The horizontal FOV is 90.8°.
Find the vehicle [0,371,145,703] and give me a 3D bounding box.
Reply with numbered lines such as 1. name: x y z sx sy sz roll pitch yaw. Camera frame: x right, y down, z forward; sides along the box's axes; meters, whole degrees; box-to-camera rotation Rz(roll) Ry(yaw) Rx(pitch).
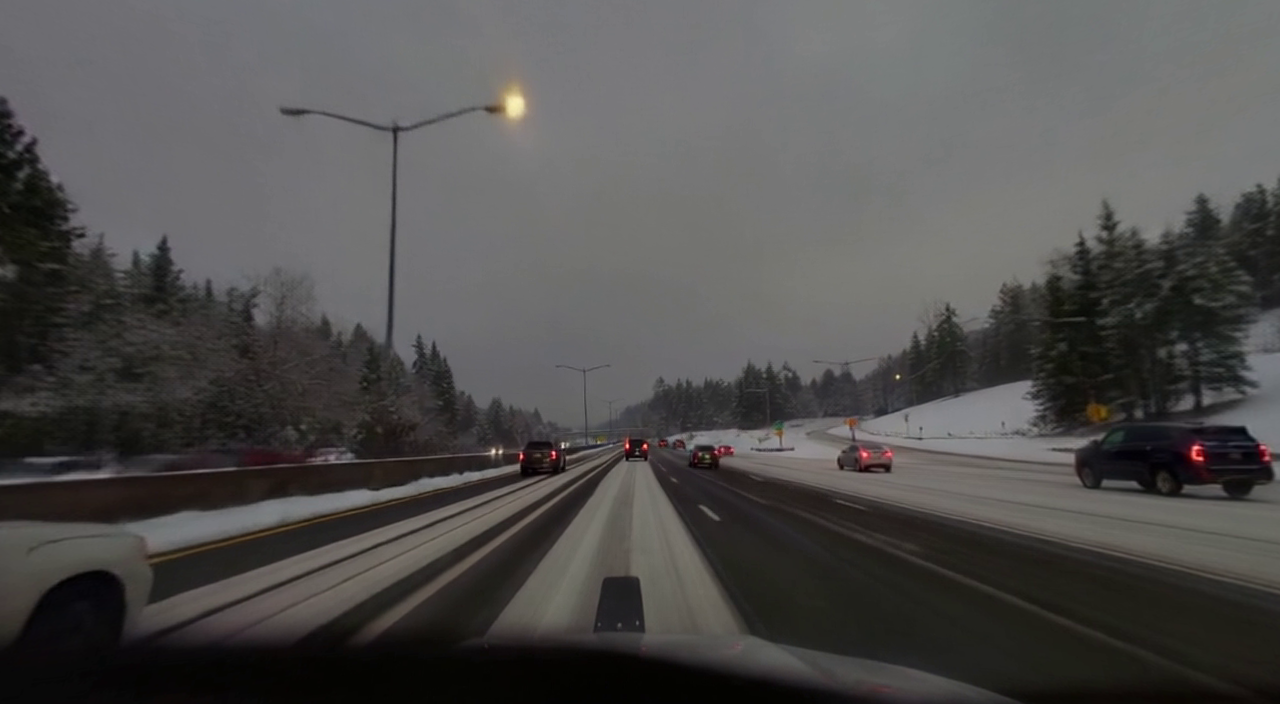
1. vehicle: -3.636 0.691 1.037 2.119 1.654 4.353 0 -9 -1

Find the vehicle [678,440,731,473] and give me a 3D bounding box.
1. vehicle: 3.051 5.094 30.945 2.007 1.469 4.337 0 -8 -2

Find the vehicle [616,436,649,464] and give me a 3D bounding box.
1. vehicle: -0.502 6.902 44.423 2.192 1.813 4.864 0 -8 -1

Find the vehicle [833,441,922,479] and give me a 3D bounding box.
1. vehicle: 9.389 4.285 25.319 1.910 1.384 3.867 1 -8 -3

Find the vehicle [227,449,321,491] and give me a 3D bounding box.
1. vehicle: -13.148 4.240 22.918 1.455 1.372 3.287 0 -9 -1

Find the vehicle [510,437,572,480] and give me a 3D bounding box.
1. vehicle: -4.065 4.459 26.670 1.992 1.651 4.185 0 -8 0

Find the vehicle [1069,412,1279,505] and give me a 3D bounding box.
1. vehicle: 12.903 2.443 14.871 2.076 1.799 4.871 0 -8 -1
